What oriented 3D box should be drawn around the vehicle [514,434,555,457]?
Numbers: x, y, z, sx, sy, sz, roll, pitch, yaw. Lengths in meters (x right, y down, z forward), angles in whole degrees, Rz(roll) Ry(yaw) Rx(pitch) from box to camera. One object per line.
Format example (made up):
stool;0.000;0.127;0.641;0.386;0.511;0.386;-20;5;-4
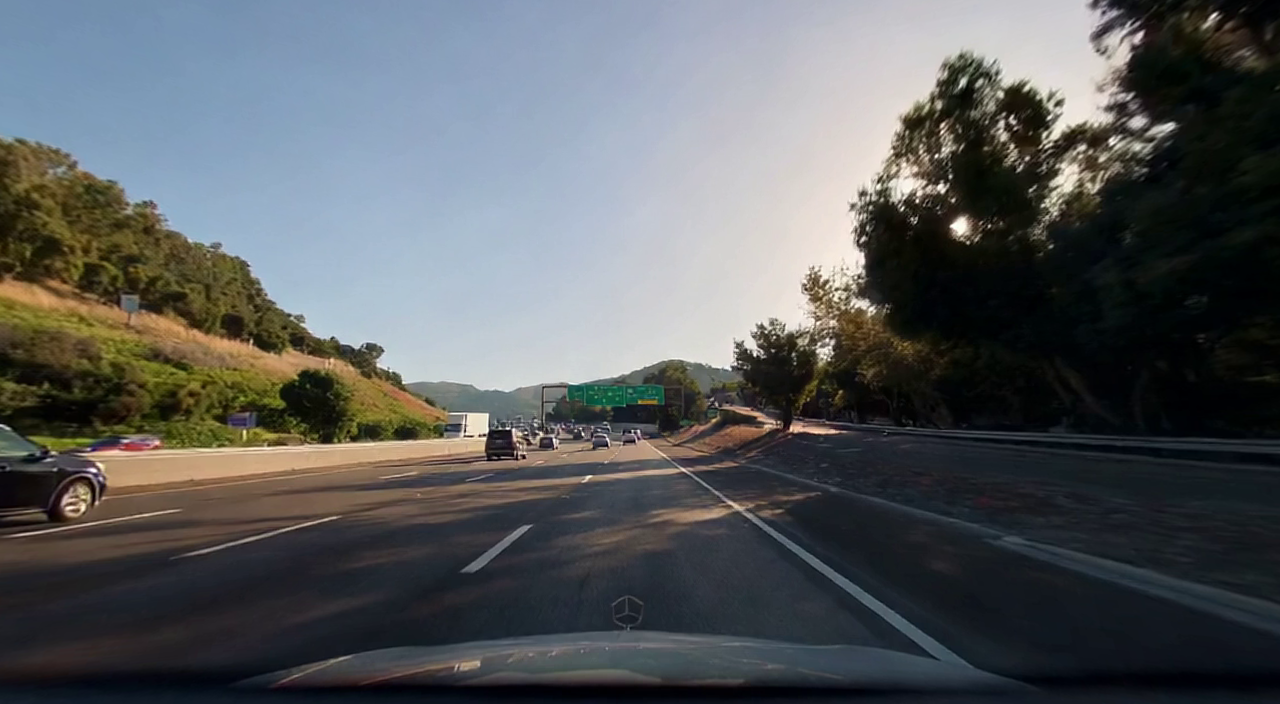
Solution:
vehicle;-7.338;6.534;43.966;2.113;1.507;4.450;0;-8;0
